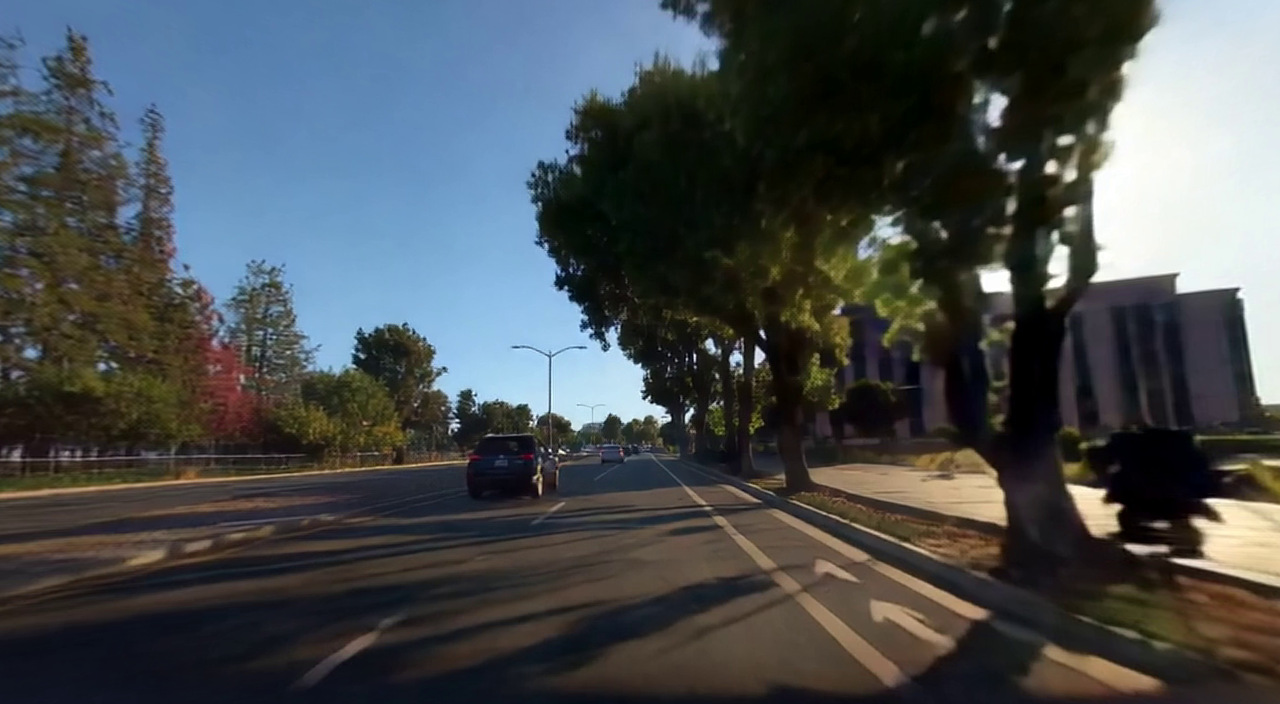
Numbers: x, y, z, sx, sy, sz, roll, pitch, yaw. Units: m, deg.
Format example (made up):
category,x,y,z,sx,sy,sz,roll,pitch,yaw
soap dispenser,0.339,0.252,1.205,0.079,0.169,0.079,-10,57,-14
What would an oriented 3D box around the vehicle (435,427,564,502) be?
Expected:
category,x,y,z,sx,sy,sz,roll,pitch,yaw
vehicle,-3.471,2.914,16.743,2.202,1.685,4.772,0,-8,1
